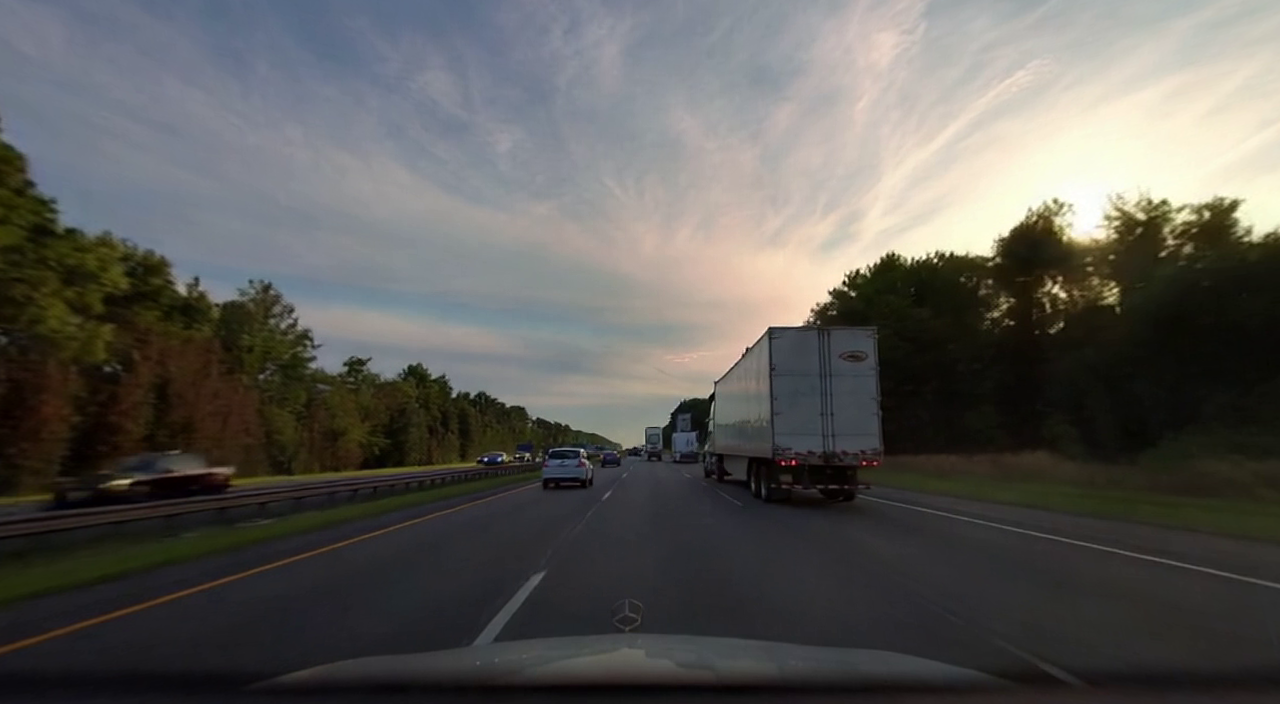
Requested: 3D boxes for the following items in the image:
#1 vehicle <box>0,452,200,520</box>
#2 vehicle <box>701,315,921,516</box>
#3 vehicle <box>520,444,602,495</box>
[{"bbox_3d":[-14.845,3.560,17.361,2.009,1.600,4.723,0,-9,1],"label":"vehicle"},{"bbox_3d":[4.144,2.376,20.021,2.974,4.083,14.389,0,-9,0],"label":"vehicle"},{"bbox_3d":[-2.530,3.958,21.632,2.104,1.526,4.940,0,-9,1],"label":"vehicle"}]
